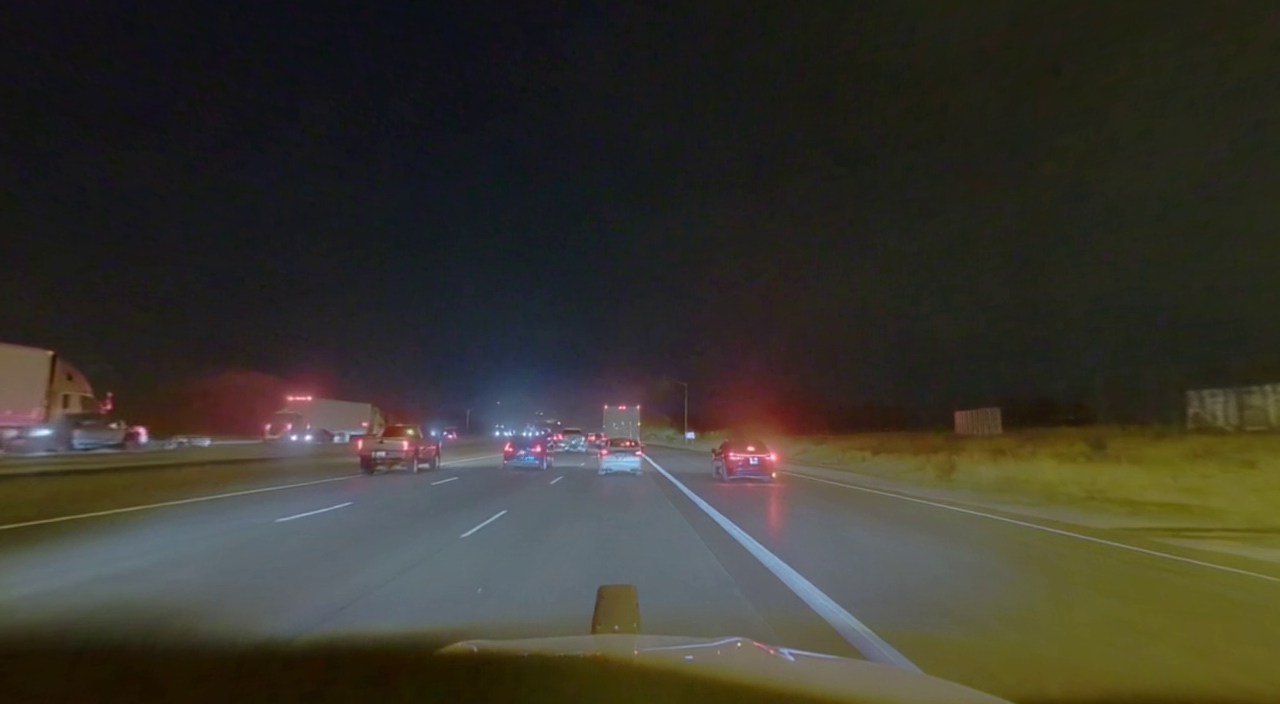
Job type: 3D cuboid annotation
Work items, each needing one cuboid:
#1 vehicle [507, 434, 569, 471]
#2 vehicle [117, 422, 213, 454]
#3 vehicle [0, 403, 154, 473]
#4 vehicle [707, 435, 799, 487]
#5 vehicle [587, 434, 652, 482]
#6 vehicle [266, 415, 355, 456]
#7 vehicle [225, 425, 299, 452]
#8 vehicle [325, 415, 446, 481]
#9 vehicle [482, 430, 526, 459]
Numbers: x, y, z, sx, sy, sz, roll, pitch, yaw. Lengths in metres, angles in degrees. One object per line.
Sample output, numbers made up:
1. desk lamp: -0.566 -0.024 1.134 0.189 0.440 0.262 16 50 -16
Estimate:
1. vehicle: -4.456 4.456 28.120 2.046 1.493 4.384 0 -8 0
2. vehicle: -23.395 4.262 31.179 1.773 1.462 3.985 0 -8 -2
3. vehicle: -14.837 2.157 15.733 1.885 1.496 4.446 0 -8 -2
4. vehicle: 3.540 3.471 20.519 1.981 1.474 4.396 0 -8 -3
5. vehicle: -0.673 3.523 21.267 1.980 1.478 3.758 0 -8 -1
6. vehicle: -15.454 3.956 29.778 1.919 1.761 4.413 0 -8 -2
7. vehicle: -23.615 5.427 39.468 2.068 1.563 4.337 0 -8 -2
8. vehicle: -8.293 3.162 21.040 2.158 1.943 4.662 0 -8 -1
9. vehicle: -8.972 6.108 41.699 1.992 1.838 4.493 0 -8 -1
